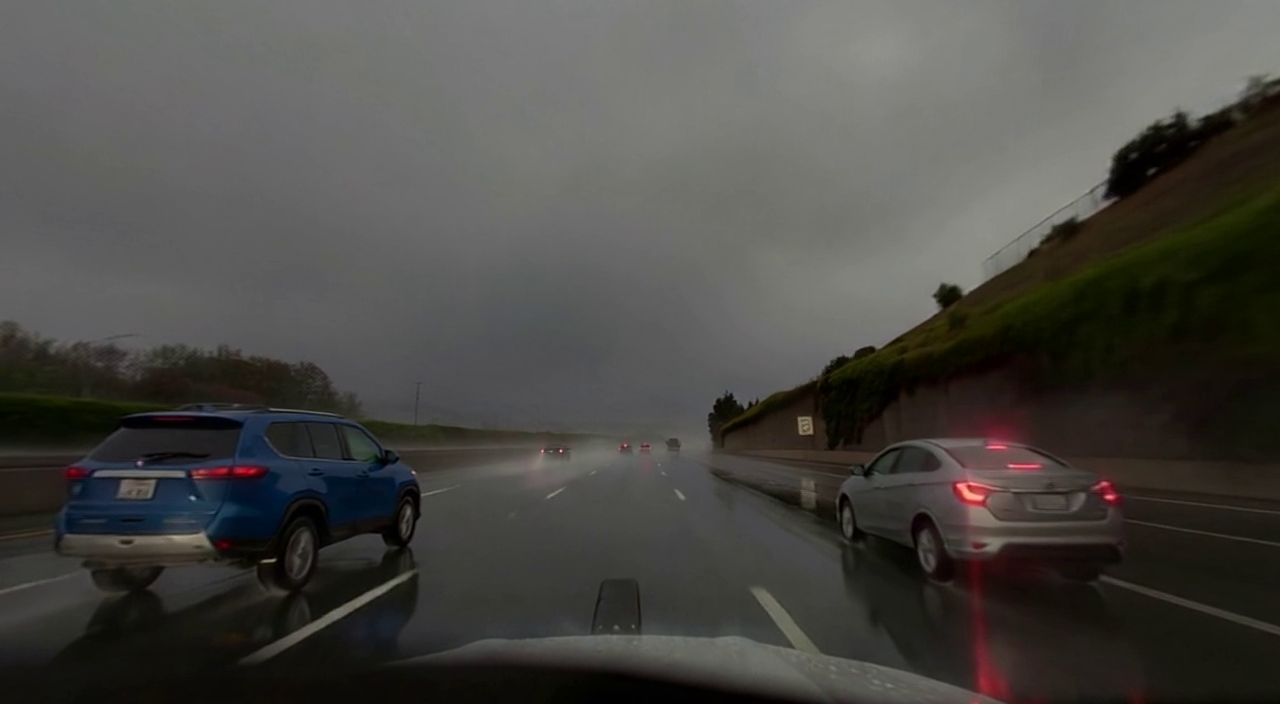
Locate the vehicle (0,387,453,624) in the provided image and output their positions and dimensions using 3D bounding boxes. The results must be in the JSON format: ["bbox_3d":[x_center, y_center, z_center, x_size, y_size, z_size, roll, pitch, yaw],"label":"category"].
[{"bbox_3d":[-3.827,1.467,7.009,2.047,1.715,4.689,0,-9,0],"label":"vehicle"}]

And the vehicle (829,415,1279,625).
[{"bbox_3d":[3.658,1.539,6.768,1.847,1.493,4.303,0,-9,-1],"label":"vehicle"}]
